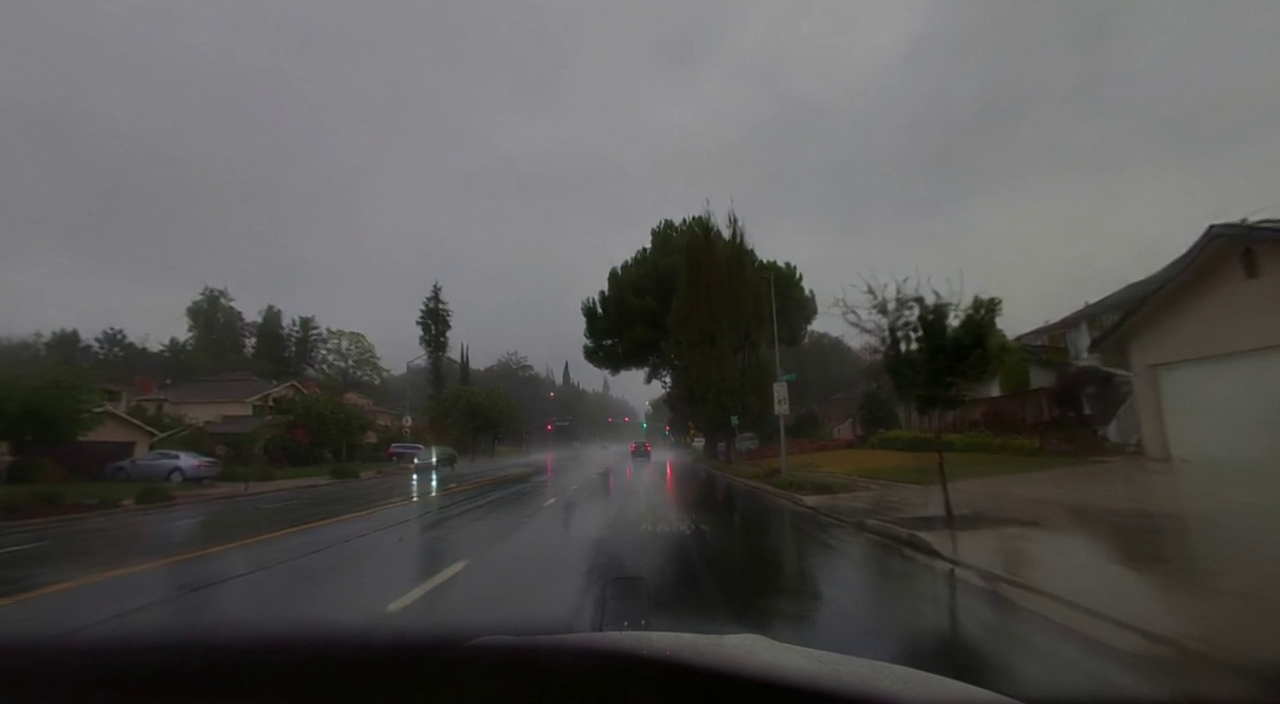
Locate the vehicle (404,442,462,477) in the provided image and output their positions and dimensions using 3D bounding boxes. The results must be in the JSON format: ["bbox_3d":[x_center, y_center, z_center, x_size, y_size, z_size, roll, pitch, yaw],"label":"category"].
[{"bbox_3d":[-14.226,7.383,43.704,2.337,1.850,5.448,-4,-6,-2],"label":"vehicle"}]

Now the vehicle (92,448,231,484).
[{"bbox_3d":[-22.861,5.441,30.297,4.791,1.564,2.125,0,-9,-5],"label":"vehicle"}]
